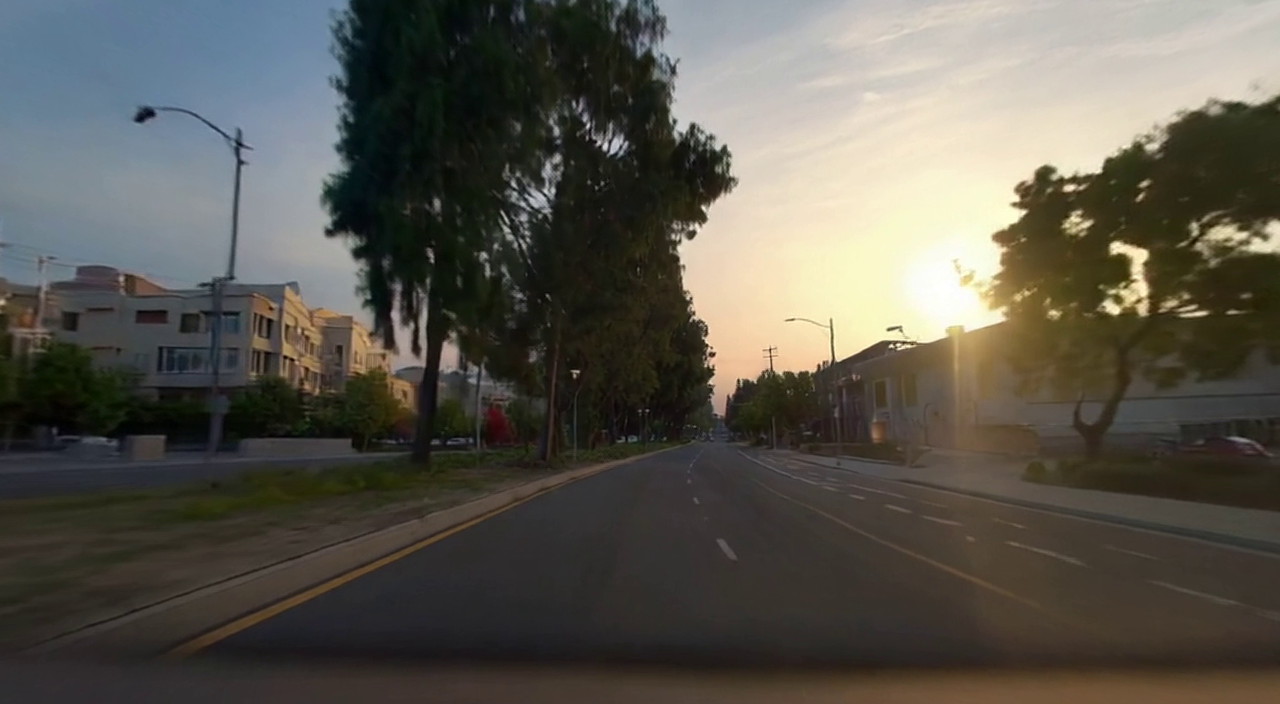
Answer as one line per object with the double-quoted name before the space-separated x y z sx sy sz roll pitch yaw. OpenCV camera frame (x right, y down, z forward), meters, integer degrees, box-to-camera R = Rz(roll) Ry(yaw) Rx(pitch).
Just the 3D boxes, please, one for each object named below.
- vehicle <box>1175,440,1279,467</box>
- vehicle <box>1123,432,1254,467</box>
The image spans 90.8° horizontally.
"vehicle" 32.097 5.507 34.356 4.271 1.433 1.822 0 -9 1
"vehicle" 32.614 5.815 37.713 5.608 2.033 2.152 -1 -9 3
